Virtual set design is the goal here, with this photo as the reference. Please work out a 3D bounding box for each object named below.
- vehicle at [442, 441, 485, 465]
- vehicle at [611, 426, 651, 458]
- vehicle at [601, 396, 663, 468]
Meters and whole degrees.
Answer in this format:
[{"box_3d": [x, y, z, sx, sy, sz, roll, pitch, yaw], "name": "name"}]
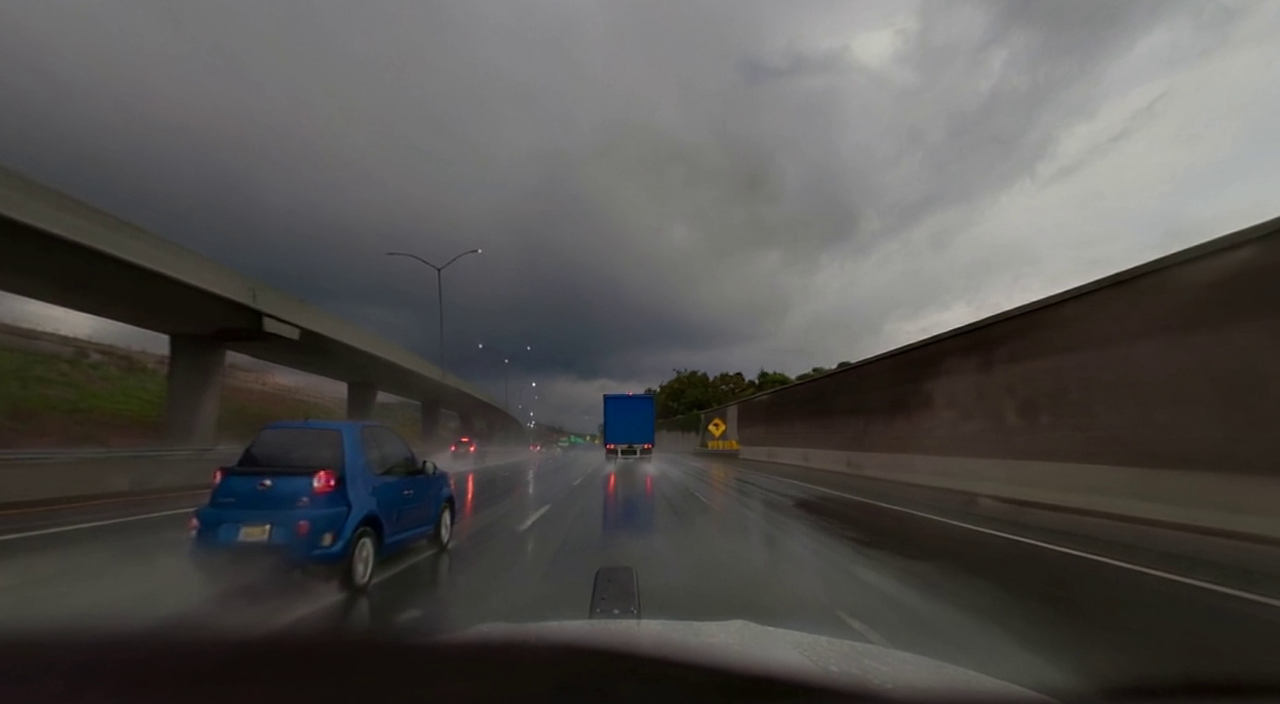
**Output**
[{"box_3d": [-12.460, 7.123, 44.790, 1.919, 1.625, 4.183, 0, -9, -2], "name": "vehicle"}, {"box_3d": [-0.554, 5.022, 35.133, 2.052, 1.666, 4.358, 1, -9, -3], "name": "vehicle"}, {"box_3d": [-0.711, 5.011, 38.364, 3.233, 3.678, 11.032, 0, -9, -3], "name": "vehicle"}]
